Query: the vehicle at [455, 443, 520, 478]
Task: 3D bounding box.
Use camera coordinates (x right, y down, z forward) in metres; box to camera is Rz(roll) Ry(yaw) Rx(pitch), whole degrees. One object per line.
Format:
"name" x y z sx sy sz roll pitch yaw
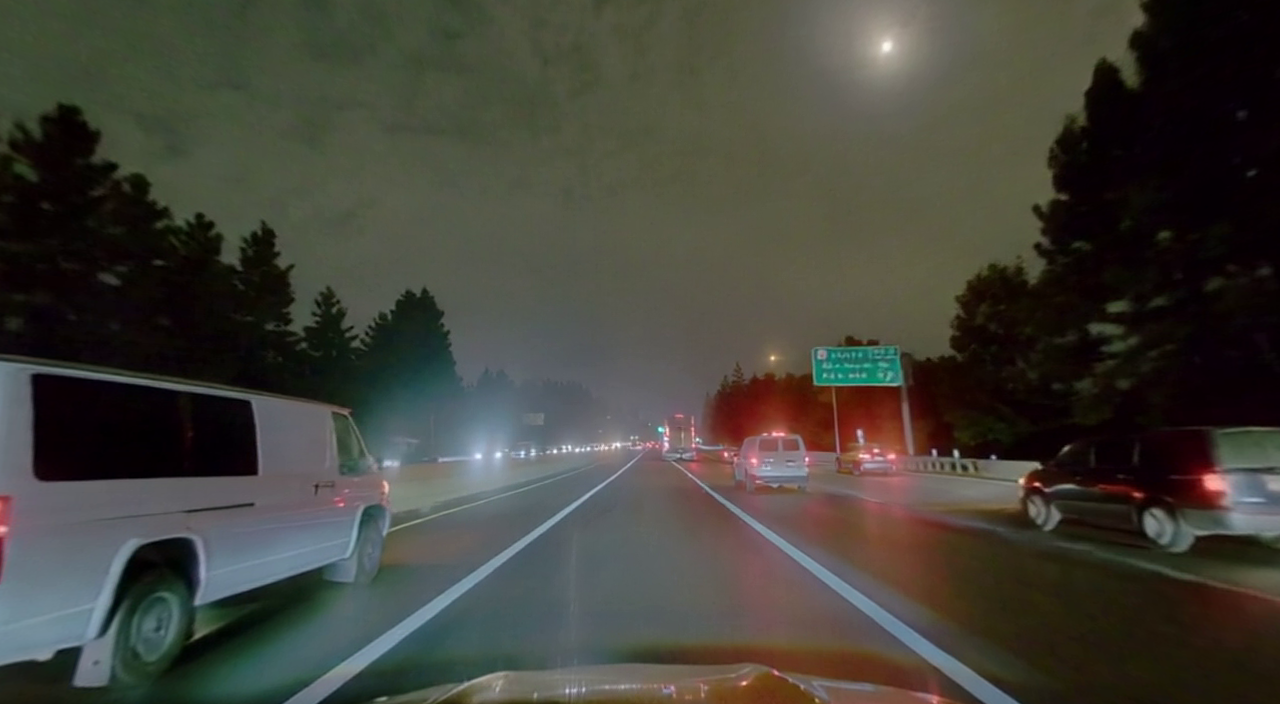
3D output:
"vehicle" -7.666 5.471 32.157 2.012 1.669 4.599 0 -8 2

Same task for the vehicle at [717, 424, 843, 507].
"vehicle" 3.452 2.912 16.660 2.209 1.862 4.717 0 -8 -1

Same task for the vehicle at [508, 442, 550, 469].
"vehicle" -7.442 6.989 42.722 1.955 1.742 4.446 0 -8 1

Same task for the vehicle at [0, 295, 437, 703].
"vehicle" -3.541 1.071 4.670 2.159 1.922 5.345 0 -8 1

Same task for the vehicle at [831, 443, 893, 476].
"vehicle" 10.927 5.294 31.304 1.827 1.493 3.919 0 -8 3

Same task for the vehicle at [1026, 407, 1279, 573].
"vehicle" 7.600 1.727 8.594 1.976 1.703 4.288 0 -8 1
